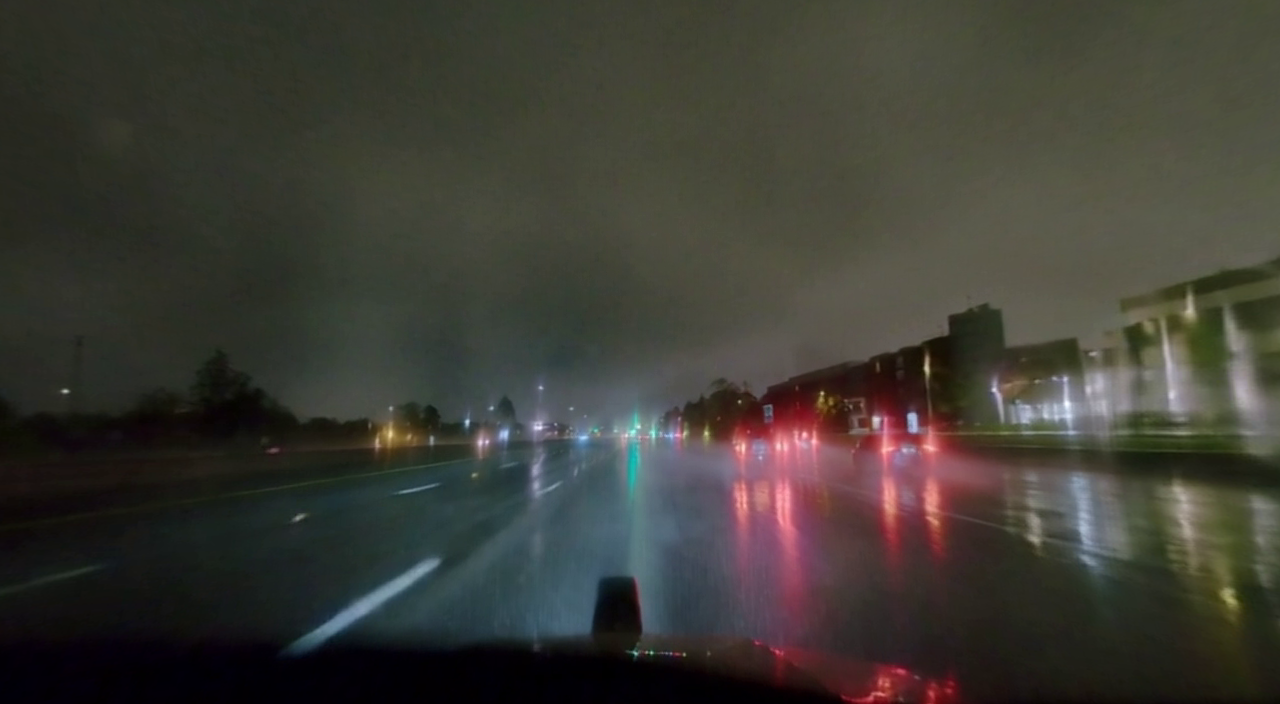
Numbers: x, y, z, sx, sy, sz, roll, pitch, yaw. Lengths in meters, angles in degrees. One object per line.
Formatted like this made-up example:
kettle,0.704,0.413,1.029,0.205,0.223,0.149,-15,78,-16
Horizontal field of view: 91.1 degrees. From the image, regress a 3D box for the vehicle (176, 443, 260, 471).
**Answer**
vehicle,-24.631,6.116,36.922,1.868,1.503,4.441,0,-8,0
